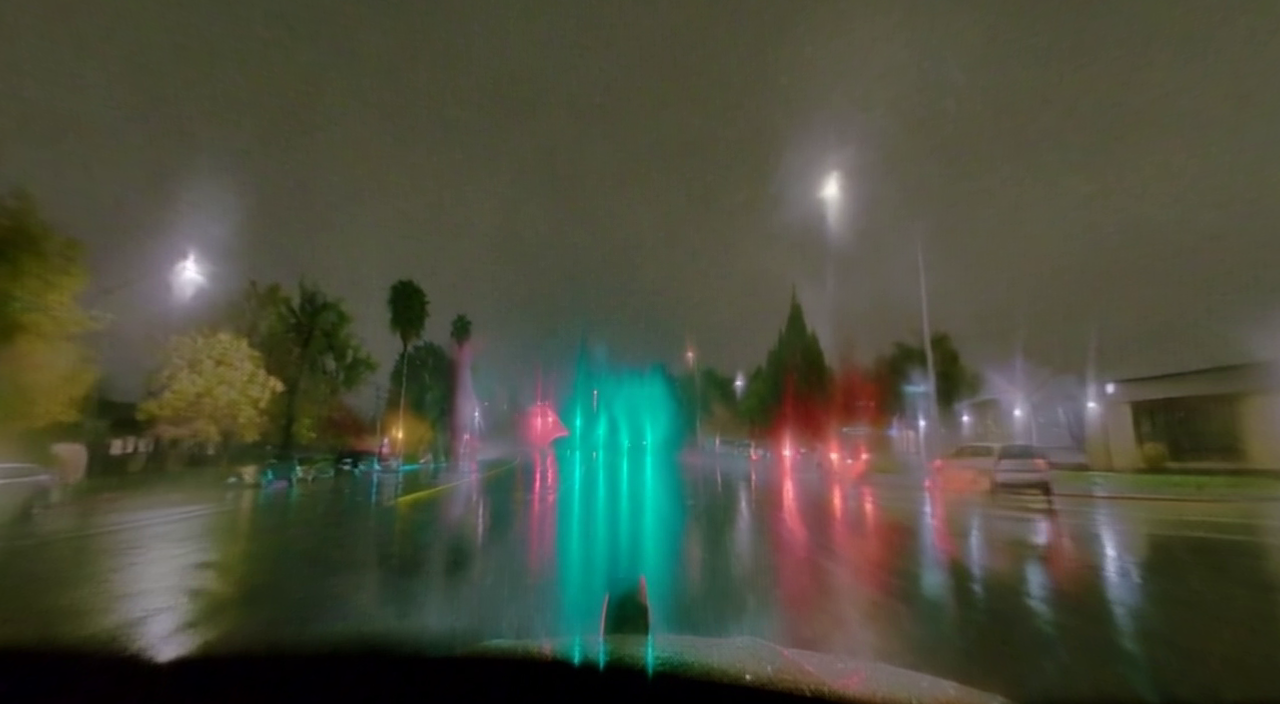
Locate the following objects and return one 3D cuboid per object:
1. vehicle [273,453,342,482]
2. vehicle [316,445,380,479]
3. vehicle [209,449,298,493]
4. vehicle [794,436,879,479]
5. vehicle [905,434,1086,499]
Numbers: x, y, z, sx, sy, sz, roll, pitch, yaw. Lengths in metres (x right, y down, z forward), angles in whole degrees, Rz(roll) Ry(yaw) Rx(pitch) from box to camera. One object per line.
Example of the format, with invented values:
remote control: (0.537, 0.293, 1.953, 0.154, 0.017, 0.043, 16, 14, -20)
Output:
vehicle: (-18.928, 6.587, 36.143, 1.782, 1.462, 4.438, 0, -9, -4)
vehicle: (-19.520, 7.347, 42.434, 2.111, 1.908, 5.586, 0, -7, -6)
vehicle: (-18.358, 5.619, 30.203, 1.916, 1.657, 4.366, -1, -6, -6)
vehicle: (8.812, 4.787, 28.774, 2.039, 1.752, 4.876, 1, -9, -4)
vehicle: (10.156, 3.279, 18.413, 1.919, 1.627, 4.196, 4, -10, -24)
